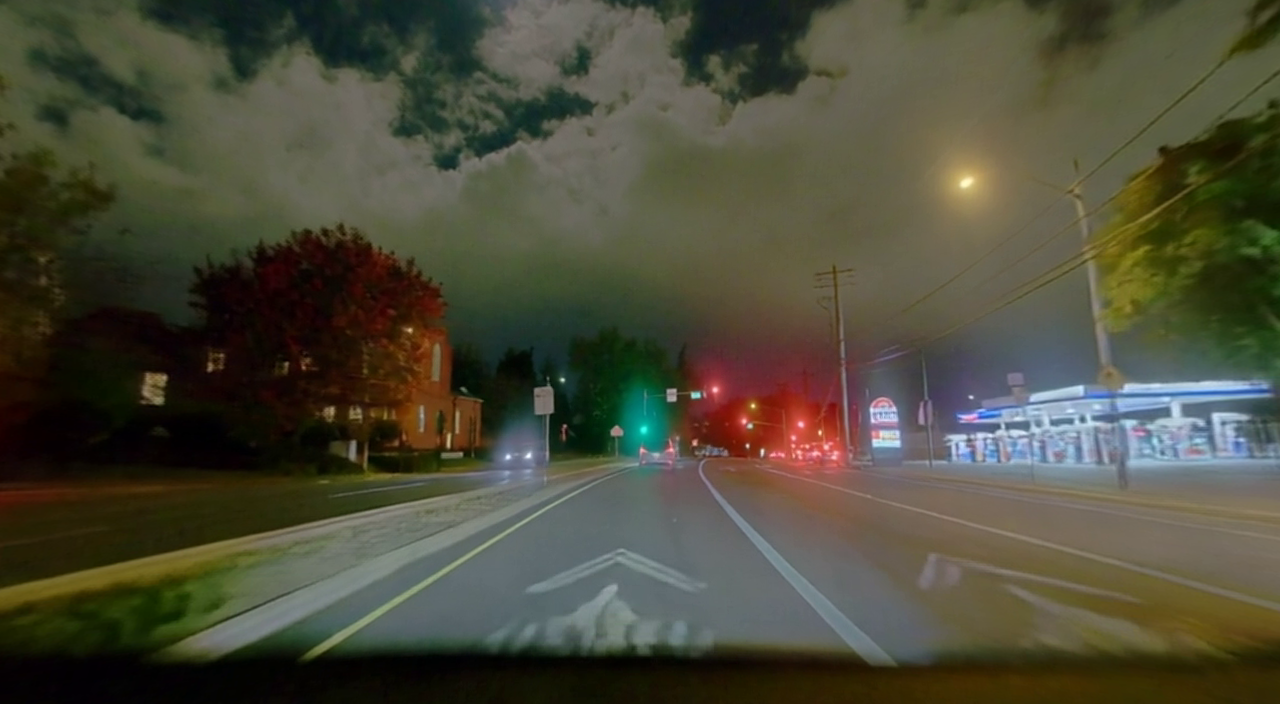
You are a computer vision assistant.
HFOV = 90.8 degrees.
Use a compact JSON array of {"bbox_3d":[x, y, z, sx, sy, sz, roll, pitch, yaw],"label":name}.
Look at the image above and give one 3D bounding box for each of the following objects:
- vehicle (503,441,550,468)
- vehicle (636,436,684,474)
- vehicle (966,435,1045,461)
[{"bbox_3d":[-8.496,7.720,47.663,2.159,1.850,4.944,-1,-9,6],"label":"vehicle"},{"bbox_3d":[0.968,4.747,29.226,2.032,1.621,4.082,-1,-9,3],"label":"vehicle"},{"bbox_3d":[26.455,6.939,45.796,4.510,1.733,2.066,0,-8,-8],"label":"vehicle"}]
